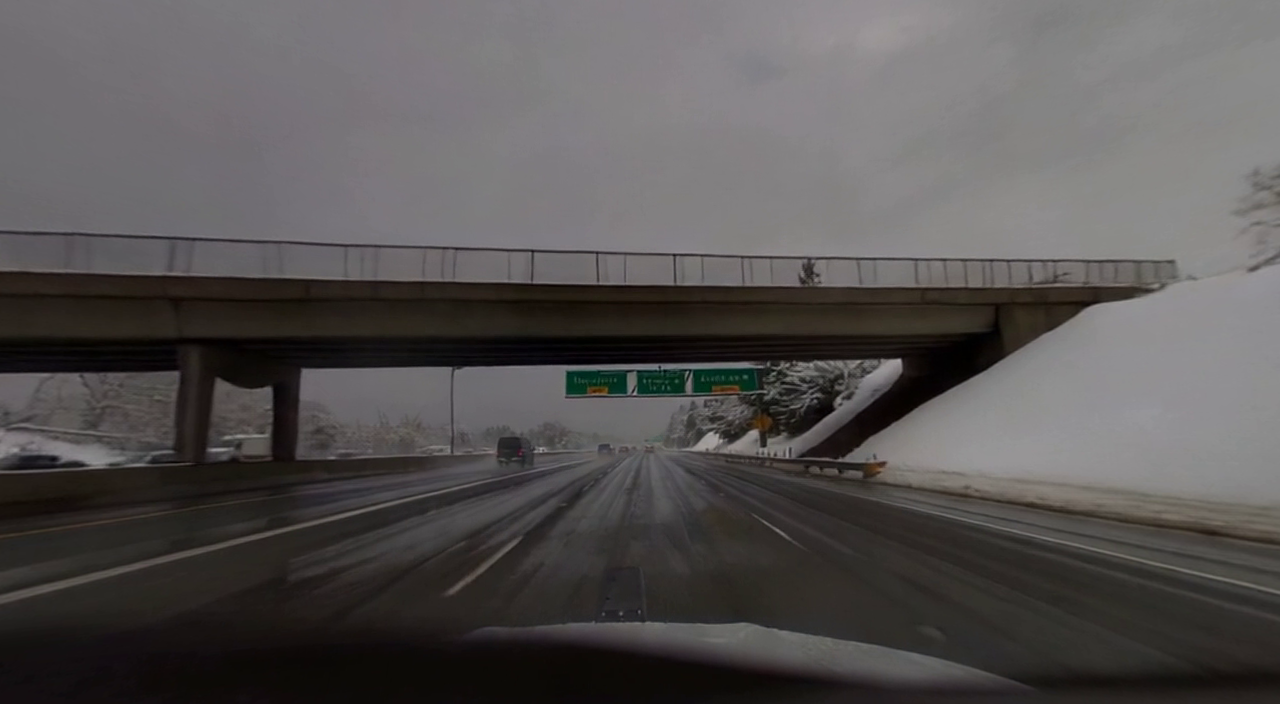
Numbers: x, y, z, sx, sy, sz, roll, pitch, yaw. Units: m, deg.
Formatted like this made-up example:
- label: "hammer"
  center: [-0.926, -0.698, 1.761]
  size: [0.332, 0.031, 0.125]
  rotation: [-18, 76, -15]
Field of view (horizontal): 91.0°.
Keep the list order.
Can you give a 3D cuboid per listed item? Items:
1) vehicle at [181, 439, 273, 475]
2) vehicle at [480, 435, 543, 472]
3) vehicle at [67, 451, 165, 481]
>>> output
- label: "vehicle"
  center: [-27.372, 6.952, 42.034]
  size: [2.291, 2.219, 5.672]
  rotation: [0, -9, 0]
- label: "vehicle"
  center: [-7.326, 5.862, 36.612]
  size: [2.341, 1.959, 5.684]
  rotation: [0, -9, 1]
- label: "vehicle"
  center: [-30.898, 6.716, 37.319]
  size: [1.858, 1.648, 4.522]
  rotation: [0, -9, 0]
